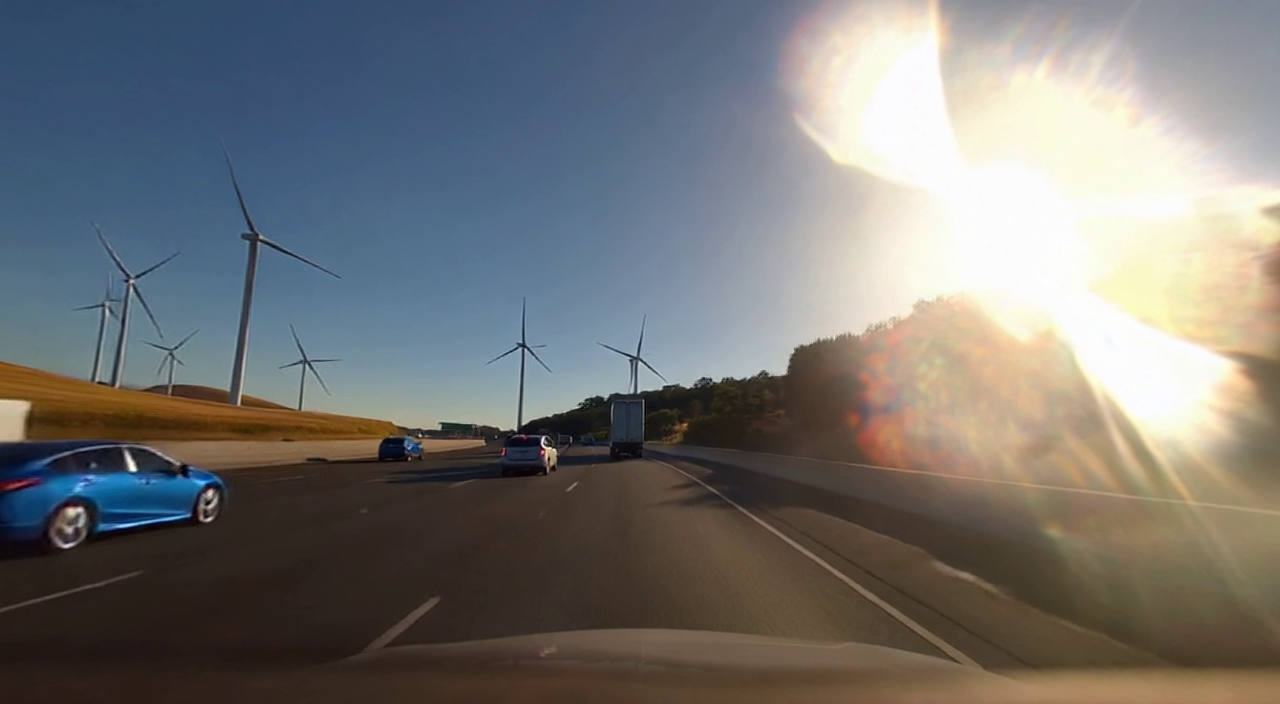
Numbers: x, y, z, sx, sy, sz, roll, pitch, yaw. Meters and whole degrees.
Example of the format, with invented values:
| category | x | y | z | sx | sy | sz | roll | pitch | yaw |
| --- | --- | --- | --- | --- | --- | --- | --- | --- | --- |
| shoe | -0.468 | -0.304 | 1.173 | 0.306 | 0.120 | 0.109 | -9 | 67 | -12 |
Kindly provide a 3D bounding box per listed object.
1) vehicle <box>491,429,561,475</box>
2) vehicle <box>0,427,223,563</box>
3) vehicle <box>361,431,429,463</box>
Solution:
| category | x | y | z | sx | sy | sz | roll | pitch | yaw |
| --- | --- | --- | --- | --- | --- | --- | --- | --- | --- |
| vehicle | -4.490 | 3.999 | 25.274 | 2.109 | 1.684 | 3.783 | 0 | -8 | 0 |
| vehicle | -8.161 | 1.754 | 8.183 | 2.271 | 1.488 | 4.597 | 0 | -8 | 0 |
| vehicle | -15.453 | 6.014 | 39.988 | 2.285 | 1.835 | 5.672 | 0 | -8 | -2 |
